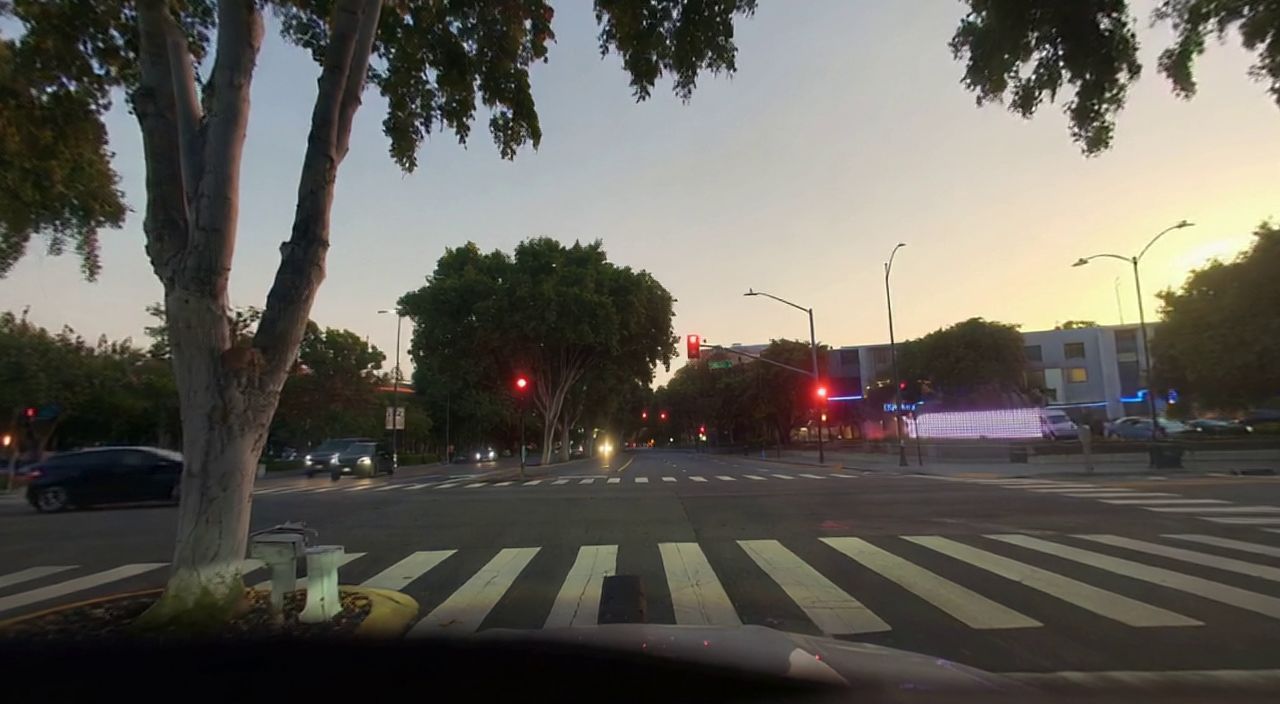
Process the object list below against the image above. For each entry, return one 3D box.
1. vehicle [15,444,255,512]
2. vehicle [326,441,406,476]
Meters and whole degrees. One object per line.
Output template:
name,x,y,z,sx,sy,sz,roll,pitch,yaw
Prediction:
vehicle,-13.588,3.377,17.390,4.569,1.658,2.153,2,-9,-18
vehicle,-14.859,5.802,34.519,2.169,1.753,4.640,0,-8,1
